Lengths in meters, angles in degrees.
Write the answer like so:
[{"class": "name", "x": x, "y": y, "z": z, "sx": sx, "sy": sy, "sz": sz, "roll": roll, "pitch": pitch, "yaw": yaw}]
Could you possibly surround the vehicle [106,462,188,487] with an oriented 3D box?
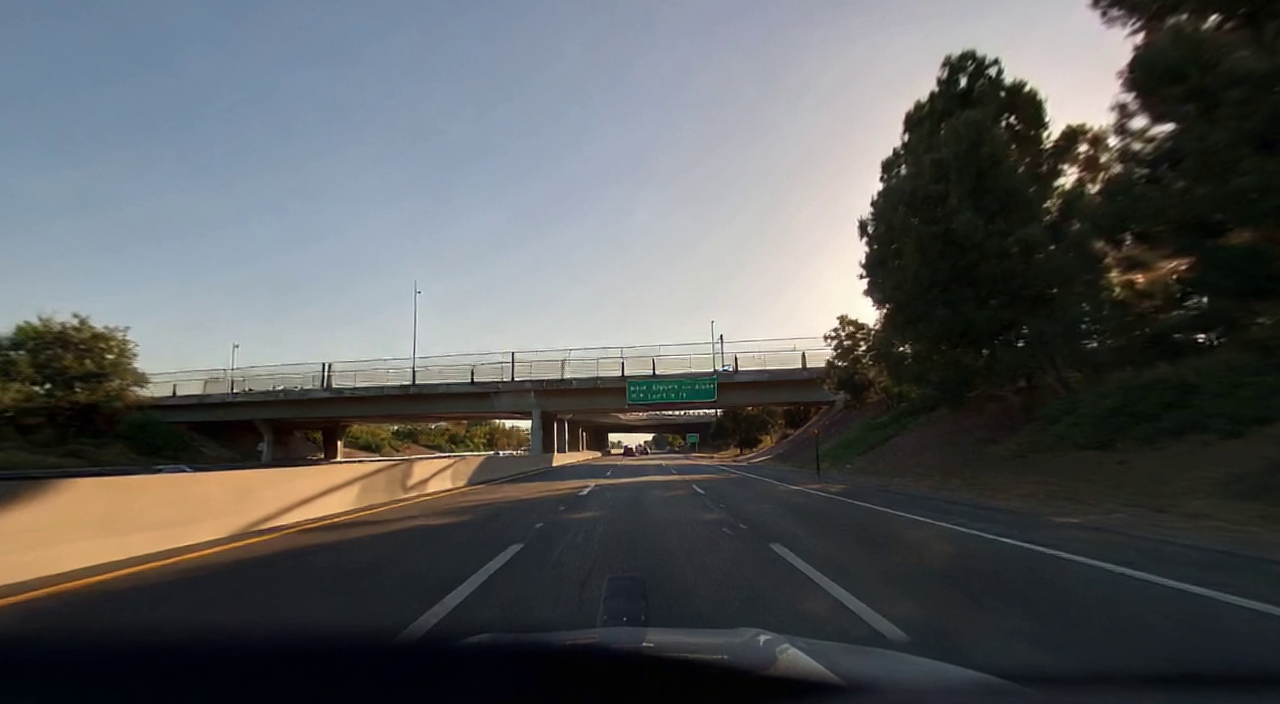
[{"class": "vehicle", "x": -31.832, "y": 7.918, "z": 40.888, "sx": 1.786, "sy": 1.420, "sz": 4.293, "roll": 0, "pitch": -8, "yaw": 1}]
